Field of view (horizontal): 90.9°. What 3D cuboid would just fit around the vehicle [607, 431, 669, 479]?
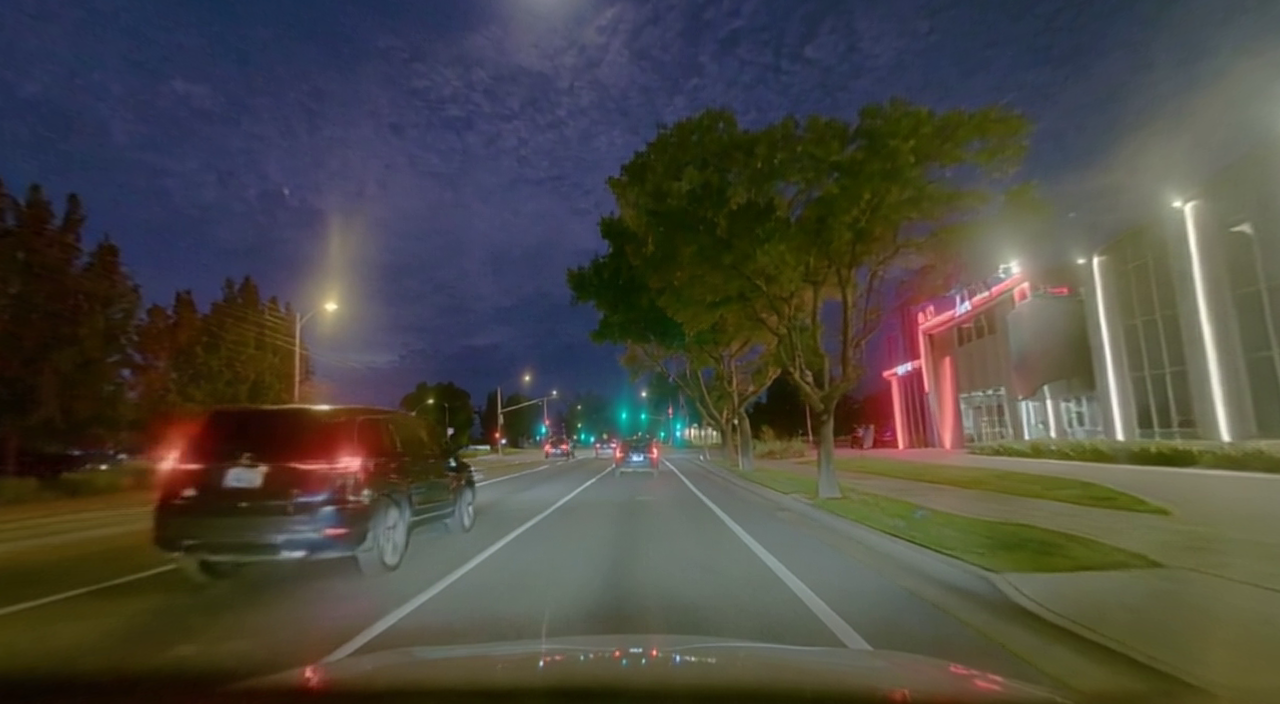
[{"bbox_3d":[-0.017,3.825,23.599,2.108,1.612,4.246,0,-8,1],"label":"vehicle"}]

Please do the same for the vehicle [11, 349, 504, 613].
[{"bbox_3d":[-3.507,1.358,7.583,2.358,1.990,5.447,0,-8,2],"label":"vehicle"}]

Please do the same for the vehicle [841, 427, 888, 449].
[{"bbox_3d":[17.389,6.711,49.070,1.856,1.491,4.209,-4,-8,-3],"label":"vehicle"}]
